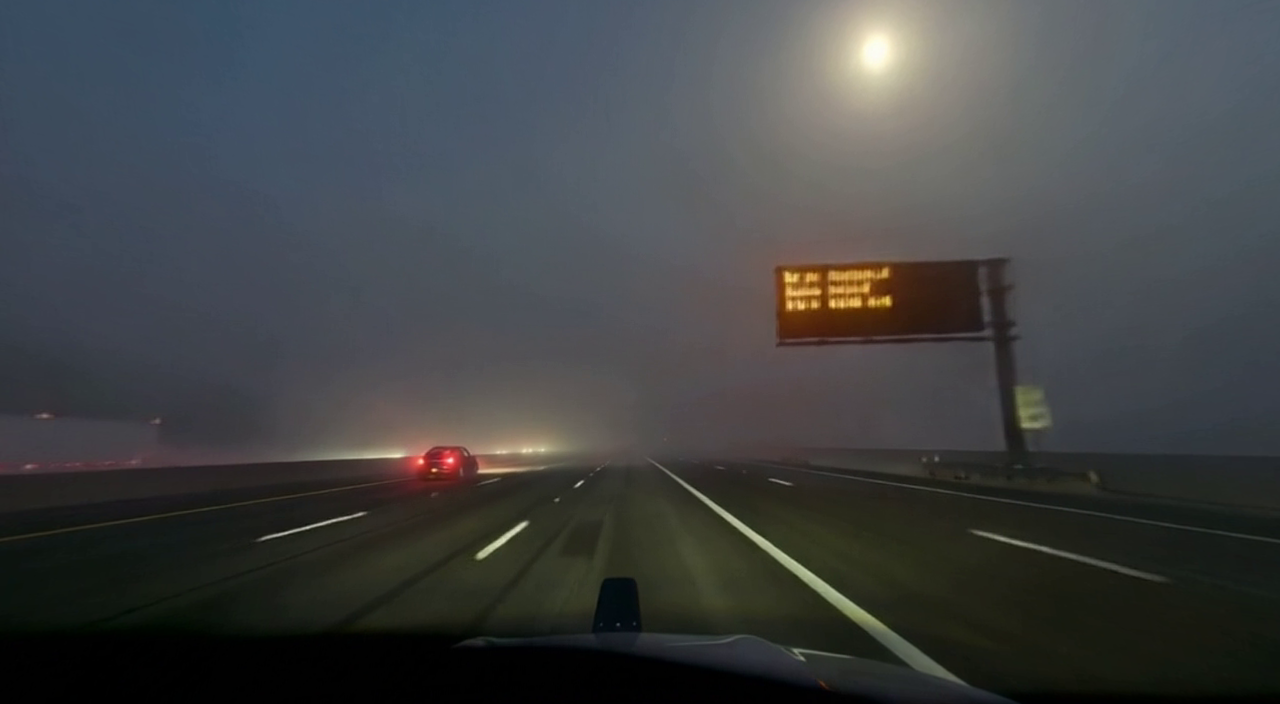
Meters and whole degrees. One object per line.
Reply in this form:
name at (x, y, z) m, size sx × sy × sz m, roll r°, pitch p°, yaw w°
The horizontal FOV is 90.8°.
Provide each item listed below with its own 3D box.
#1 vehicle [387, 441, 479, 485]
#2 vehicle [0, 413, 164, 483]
vehicle at (-8.065, 4.348, 25.136) m, size 2.005 × 1.545 × 4.874 m, roll 0°, pitch -8°, yaw 0°
vehicle at (-36.229, 6.247, 41.245) m, size 2.855 × 4.018 × 9.391 m, roll 0°, pitch -8°, yaw -1°
